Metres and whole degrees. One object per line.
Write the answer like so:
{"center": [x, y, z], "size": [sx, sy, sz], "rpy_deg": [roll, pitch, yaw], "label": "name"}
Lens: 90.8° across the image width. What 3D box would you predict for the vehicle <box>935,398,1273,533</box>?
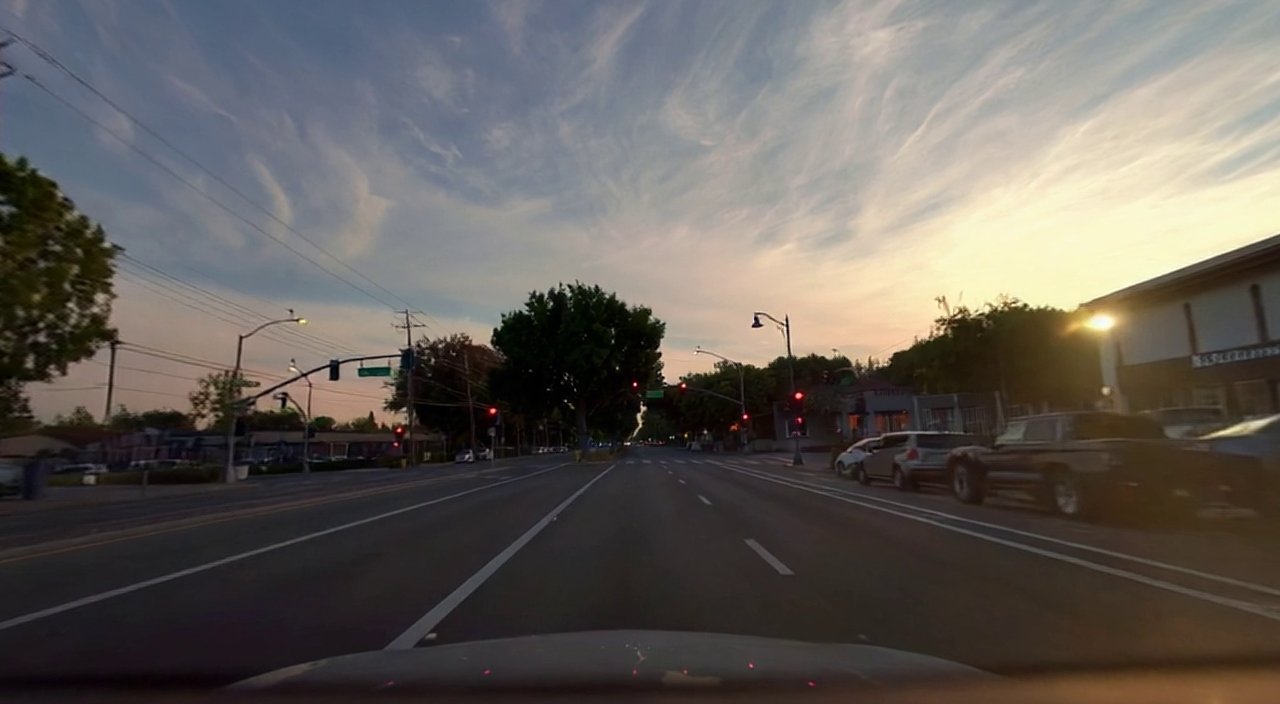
{"center": [7.756, 1.984, 11.569], "size": [2.130, 1.877, 5.334], "rpy_deg": [0, -8, 0], "label": "vehicle"}
